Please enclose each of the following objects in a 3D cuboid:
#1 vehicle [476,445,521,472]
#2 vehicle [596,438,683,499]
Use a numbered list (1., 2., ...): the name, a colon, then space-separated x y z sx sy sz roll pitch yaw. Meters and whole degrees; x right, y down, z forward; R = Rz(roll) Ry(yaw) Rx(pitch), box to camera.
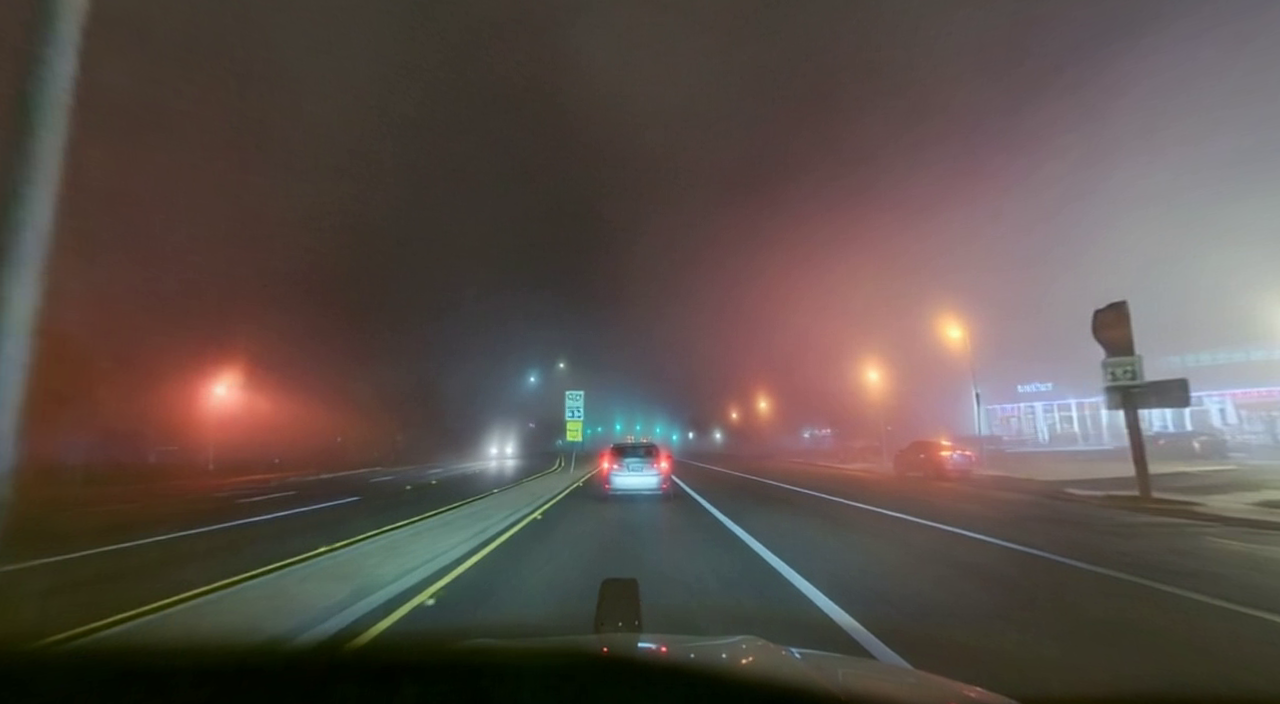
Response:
1. vehicle: -9.274 6.991 41.564 1.903 1.476 4.395 -5 -8 -1
2. vehicle: -0.064 3.146 17.445 2.126 1.475 3.967 0 -8 -1
